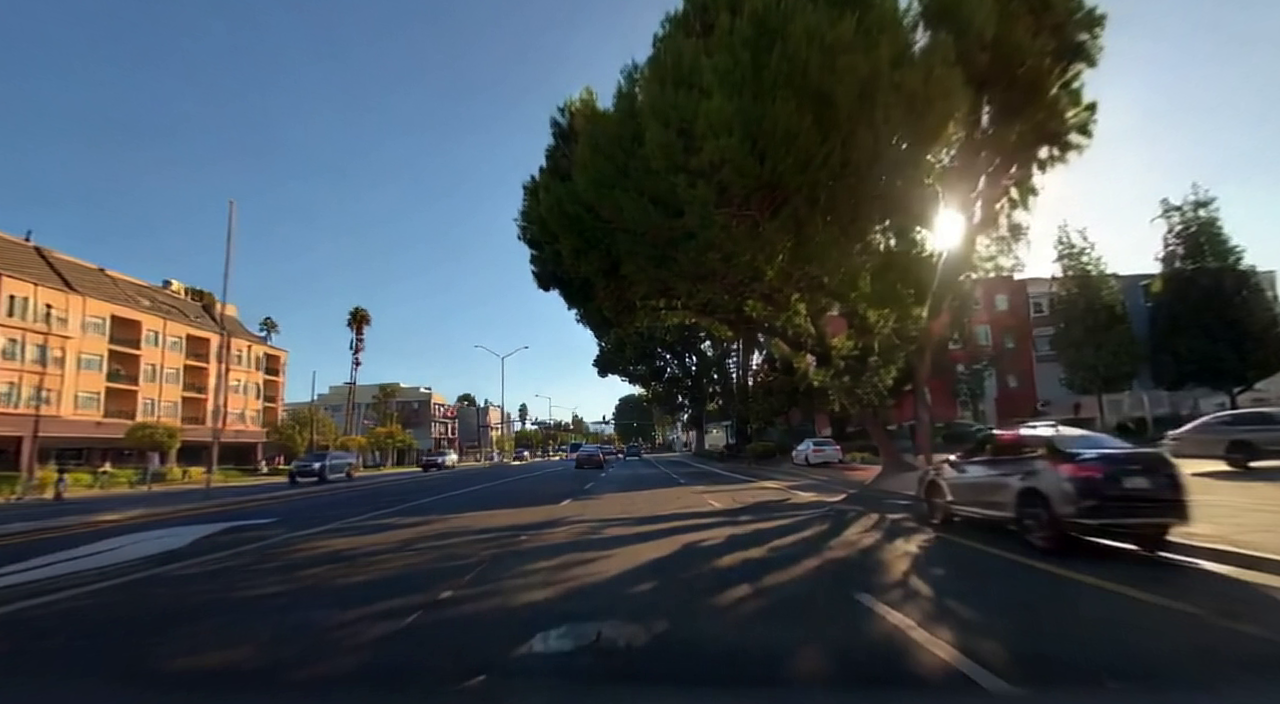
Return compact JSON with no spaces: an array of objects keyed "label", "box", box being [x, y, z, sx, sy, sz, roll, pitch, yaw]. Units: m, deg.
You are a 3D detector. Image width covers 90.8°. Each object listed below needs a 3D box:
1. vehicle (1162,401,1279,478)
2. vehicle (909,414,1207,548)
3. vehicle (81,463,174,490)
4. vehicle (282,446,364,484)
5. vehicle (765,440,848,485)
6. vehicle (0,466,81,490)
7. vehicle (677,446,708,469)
[{"label":"vehicle","box":[15.087,1.957,14.169,4.830,1.605,1.982,-1,-8,4]},{"label":"vehicle","box":[6.510,2.045,10.669,2.175,1.770,4.373,-1,-8,3]},{"label":"vehicle","box":[-33.753,8.173,41.652,4.700,1.643,1.973,-1,-9,8]},{"label":"vehicle","box":[-15.798,5.595,31.772,1.888,1.744,4.355,0,-8,0]},{"label":"vehicle","box":[6.612,4.438,25.676,2.063,1.631,4.507,0,-8,-1]},{"label":"vehicle","box":[-39.630,8.204,41.227,4.522,1.438,1.863,-1,-8,3]},{"label":"vehicle","box":[3.737,7.547,45.566,1.878,1.534,4.120,0,-8,-1]}]
